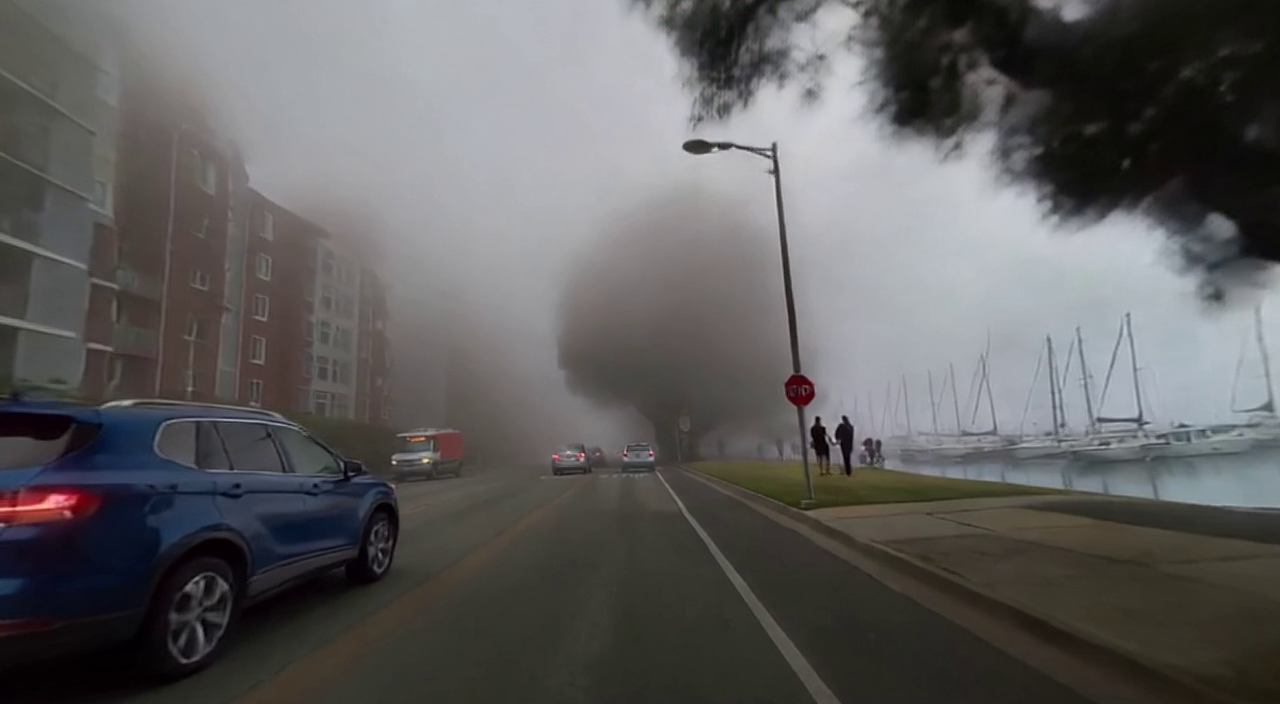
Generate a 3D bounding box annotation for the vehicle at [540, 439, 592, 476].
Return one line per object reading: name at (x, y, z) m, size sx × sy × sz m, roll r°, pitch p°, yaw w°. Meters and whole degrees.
vehicle at (-3.609, 5.266, 31.568) m, size 2.056 × 1.680 × 4.205 m, roll 0°, pitch -9°, yaw 1°

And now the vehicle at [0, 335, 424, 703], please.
vehicle at (-3.565, 1.196, 4.883) m, size 2.082 × 1.817 × 4.724 m, roll 0°, pitch -9°, yaw 0°

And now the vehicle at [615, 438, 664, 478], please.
vehicle at (-0.026, 4.711, 28.106) m, size 2.057 × 1.624 × 3.726 m, roll 0°, pitch -9°, yaw 0°
